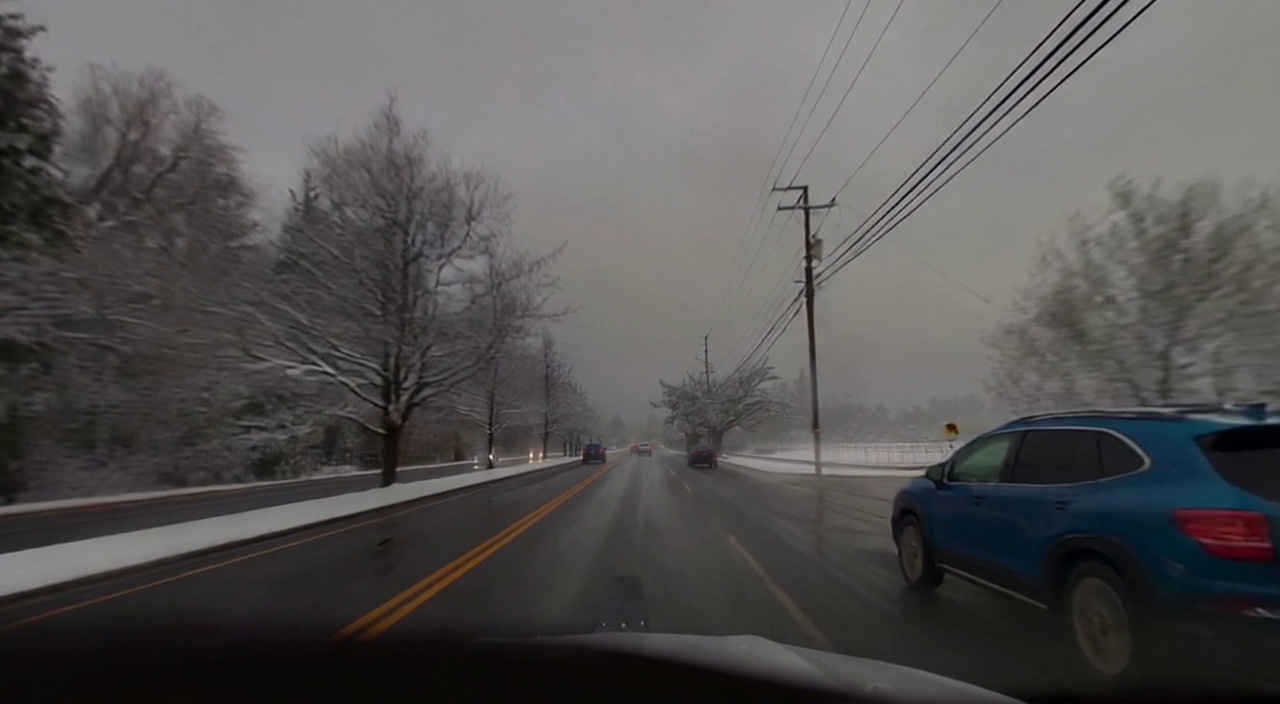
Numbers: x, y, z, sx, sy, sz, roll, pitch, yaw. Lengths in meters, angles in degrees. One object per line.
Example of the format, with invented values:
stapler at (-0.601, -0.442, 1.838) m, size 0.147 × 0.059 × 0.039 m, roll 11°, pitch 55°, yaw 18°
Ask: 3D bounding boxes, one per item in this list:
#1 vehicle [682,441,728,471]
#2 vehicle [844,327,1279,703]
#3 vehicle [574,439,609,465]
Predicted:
vehicle at (3.355, 5.460, 33.407) m, size 1.906 × 1.468 × 4.422 m, roll 0°, pitch -8°, yaw -1°
vehicle at (3.294, 1.088, 4.470) m, size 2.182 × 1.744 × 4.464 m, roll 0°, pitch -8°, yaw 0°
vehicle at (-3.393, 7.027, 44.606) m, size 2.066 × 1.725 × 4.241 m, roll 0°, pitch -8°, yaw 1°
